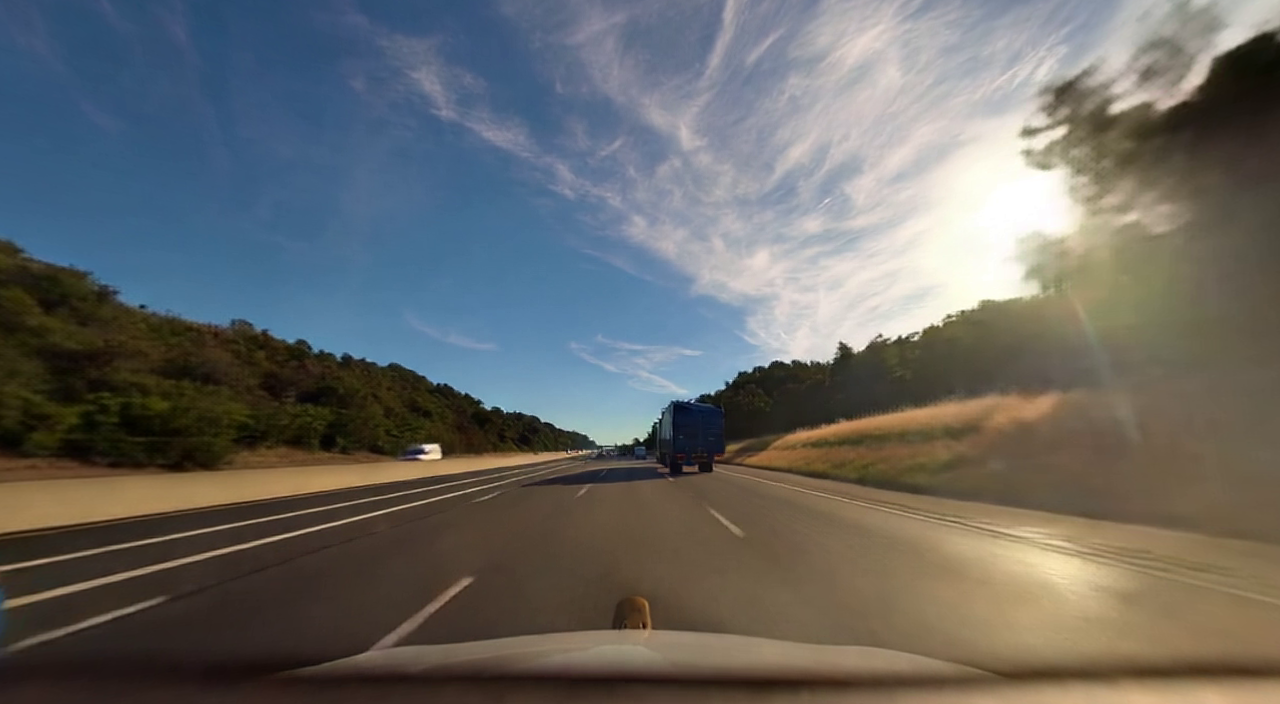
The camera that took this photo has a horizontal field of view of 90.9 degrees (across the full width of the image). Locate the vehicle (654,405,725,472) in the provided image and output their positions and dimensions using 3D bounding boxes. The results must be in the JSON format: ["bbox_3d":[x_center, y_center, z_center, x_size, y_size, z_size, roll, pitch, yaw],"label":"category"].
[{"bbox_3d":[3.366,6.864,48.849,3.532,4.201,17.611,0,-9,-2],"label":"vehicle"}]
